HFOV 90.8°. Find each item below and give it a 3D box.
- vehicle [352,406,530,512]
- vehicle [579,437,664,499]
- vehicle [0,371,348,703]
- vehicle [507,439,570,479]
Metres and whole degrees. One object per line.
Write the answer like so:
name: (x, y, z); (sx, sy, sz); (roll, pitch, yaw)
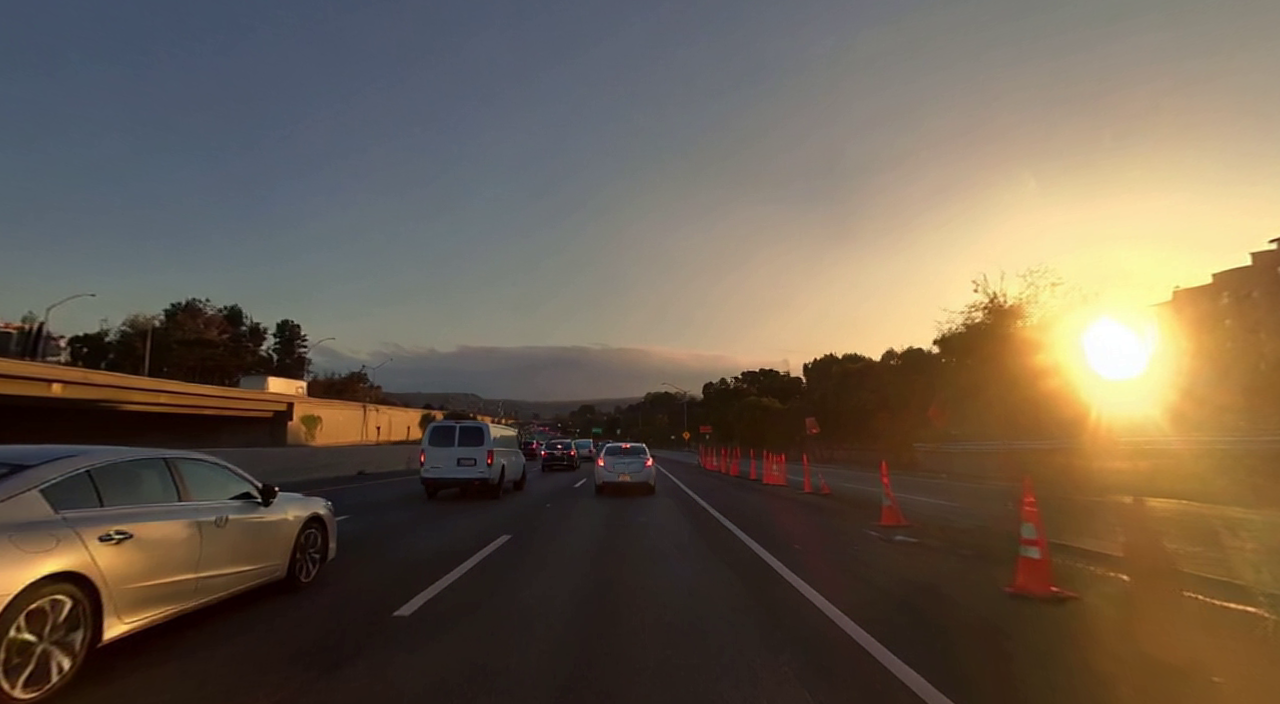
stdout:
vehicle: (-4.294, 2.475, 14.973); (2.324, 2.012, 5.740); (0, -9, 0)
vehicle: (-0.479, 3.114, 17.360); (2.069, 1.484, 3.918); (0, -9, -1)
vehicle: (-3.811, 1.029, 3.674); (2.041, 1.604, 4.384); (0, -9, 1)
vehicle: (-3.967, 4.258, 25.312); (1.824, 1.459, 4.007); (0, -9, 0)
